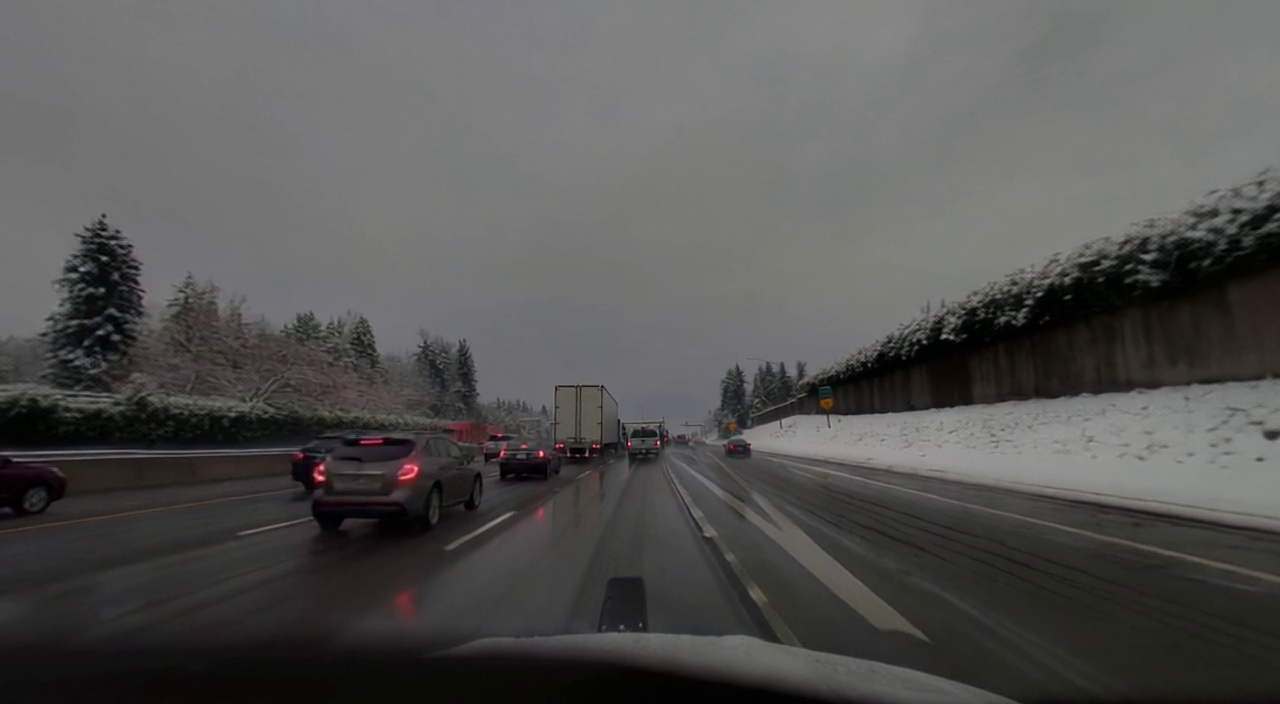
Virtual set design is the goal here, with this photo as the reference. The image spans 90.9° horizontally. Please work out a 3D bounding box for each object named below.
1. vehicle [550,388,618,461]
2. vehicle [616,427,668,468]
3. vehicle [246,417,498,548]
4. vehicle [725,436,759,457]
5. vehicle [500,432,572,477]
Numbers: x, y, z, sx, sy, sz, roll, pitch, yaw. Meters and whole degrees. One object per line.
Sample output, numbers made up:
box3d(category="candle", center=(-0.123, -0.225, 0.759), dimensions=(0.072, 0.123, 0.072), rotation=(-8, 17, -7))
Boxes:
box3d(category="vehicle", center=(-3.701, 5.660, 46.719), dimensions=(3.348, 4.469, 16.443), rotation=(0, -9, 1))
box3d(category="vehicle", center=(0.096, 4.595, 30.428), dimensions=(2.325, 1.864, 4.128), rotation=(0, -8, 1))
box3d(category="vehicle", center=(-3.780, 1.920, 10.010), dimensions=(1.866, 1.568, 4.603), rotation=(0, -8, 2))
box3d(category="vehicle", center=(7.534, 7.048, 46.978), dimensions=(2.176, 1.493, 3.955), rotation=(-1, -8, 4))
box3d(category="vehicle", center=(-4.005, 4.016, 25.015), dimensions=(2.124, 1.627, 3.863), rotation=(0, -8, 1))
